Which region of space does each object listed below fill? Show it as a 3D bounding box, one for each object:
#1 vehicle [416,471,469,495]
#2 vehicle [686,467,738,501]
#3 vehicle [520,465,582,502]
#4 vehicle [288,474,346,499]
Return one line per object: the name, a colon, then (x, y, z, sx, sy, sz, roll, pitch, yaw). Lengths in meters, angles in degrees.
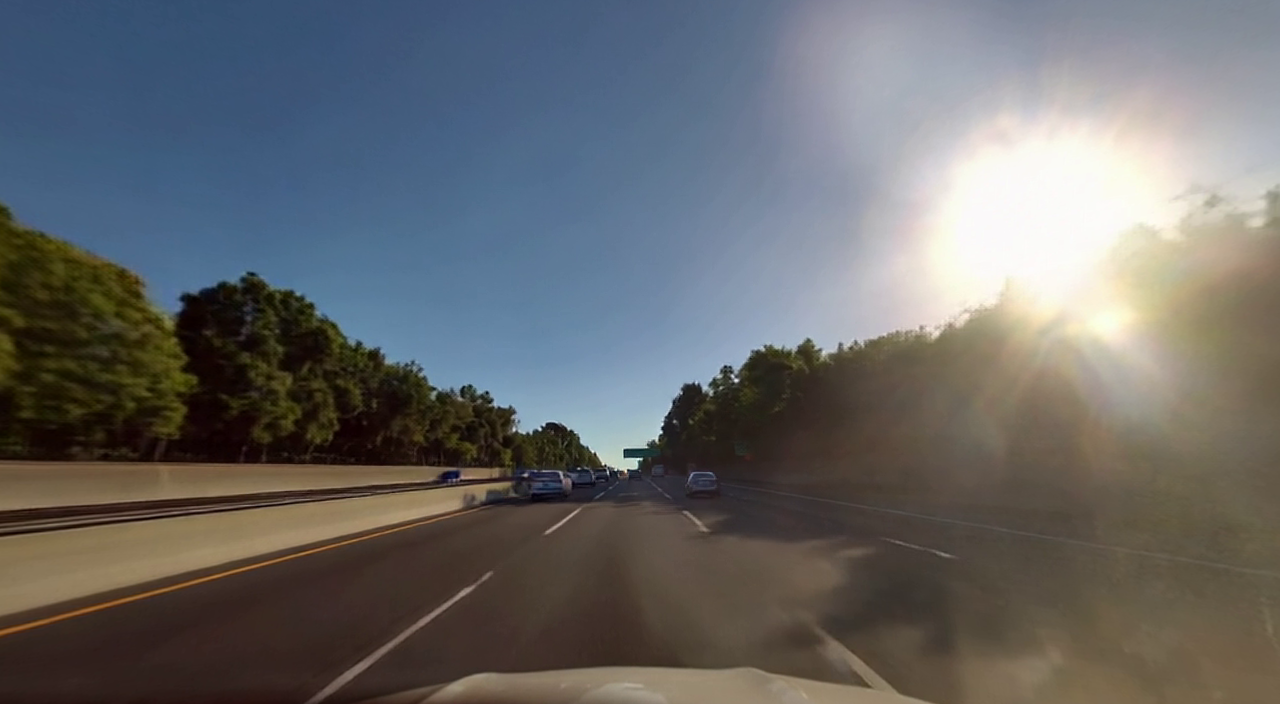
vehicle: (-12.760, 8.494, 41.051, 1.913, 1.435, 4.527, 0, -10, 1)
vehicle: (3.427, 6.419, 30.833, 1.981, 1.516, 4.109, 1, -10, -1)
vehicle: (-3.896, 5.872, 28.434, 2.004, 1.468, 4.812, 0, -10, 0)
vehicle: (-20.615, 8.609, 40.386, 1.698, 1.451, 3.764, 0, -10, 0)
